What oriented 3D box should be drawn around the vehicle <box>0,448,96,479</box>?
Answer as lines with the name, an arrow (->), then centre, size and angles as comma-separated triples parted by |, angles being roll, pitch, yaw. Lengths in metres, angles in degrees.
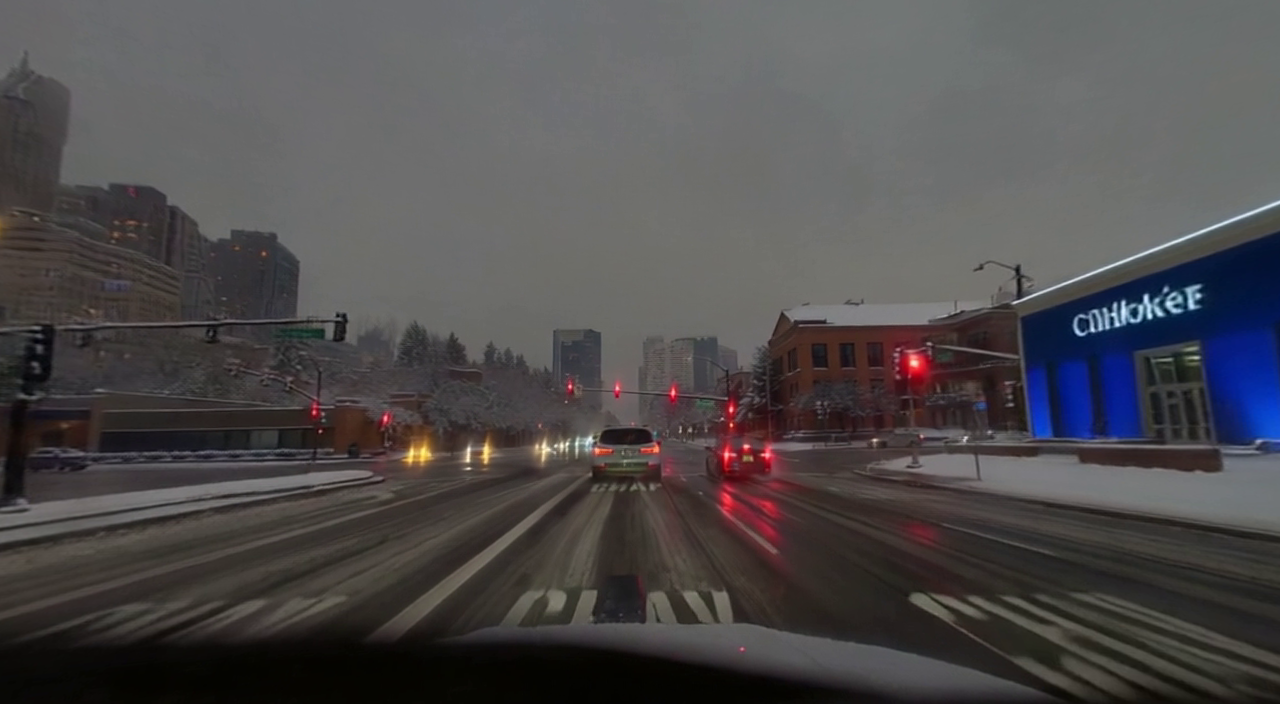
vehicle -> -39.688, 7.451, 42.258 | 4.610, 1.691, 2.034 | -3, -8, -2

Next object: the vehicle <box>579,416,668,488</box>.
vehicle -> -0.436, 2.935, 18.739 | 2.313, 1.860, 4.319 | 0, -8, 0

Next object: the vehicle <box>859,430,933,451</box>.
vehicle -> 19.416, 6.717, 48.017 | 4.851, 1.517, 1.720 | 0, -8, -2

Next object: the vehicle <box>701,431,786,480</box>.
vehicle -> 3.408, 3.515, 21.706 | 2.080, 1.472, 4.401 | 0, -8, -1

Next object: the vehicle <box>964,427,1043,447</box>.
vehicle -> 27.561, 6.477, 47.993 | 4.766, 1.462, 1.872 | 0, -8, 0
